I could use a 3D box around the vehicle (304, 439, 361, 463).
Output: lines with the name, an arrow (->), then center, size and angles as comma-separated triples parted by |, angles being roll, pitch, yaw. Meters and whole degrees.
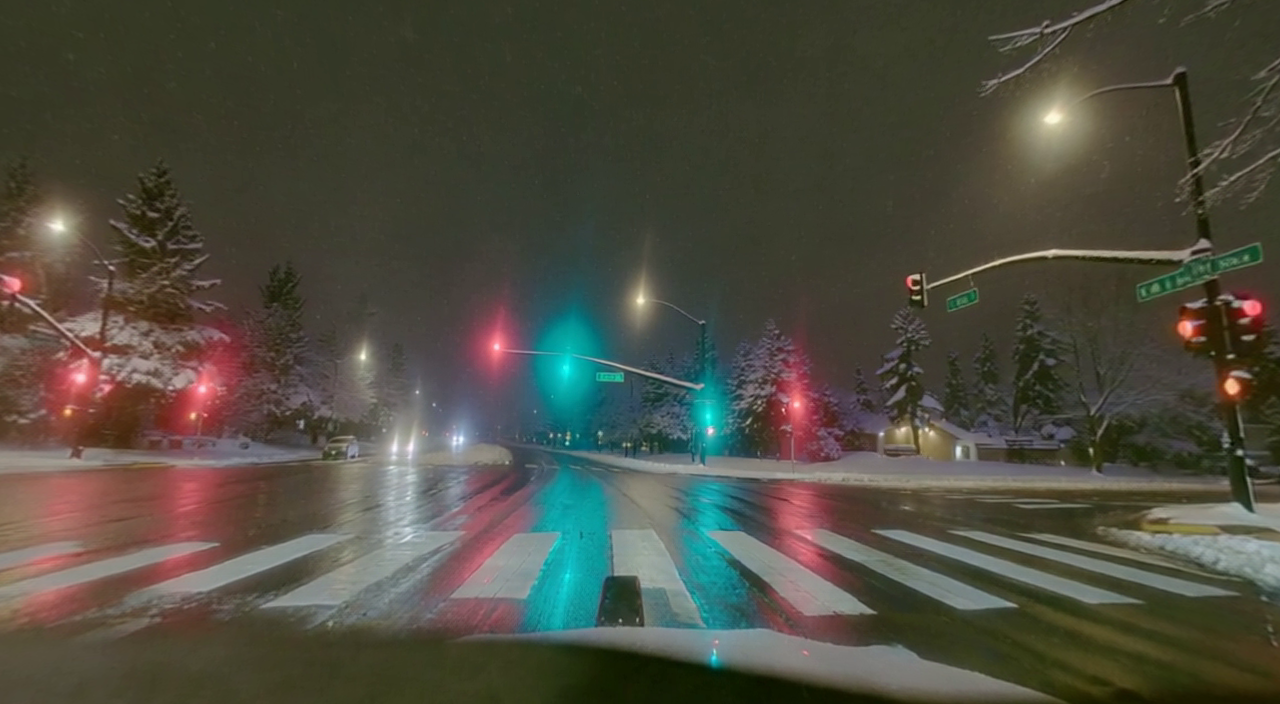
vehicle -> -19.769, 6.392, 40.786 | 1.918, 1.432, 4.433 | 1, -9, -7
